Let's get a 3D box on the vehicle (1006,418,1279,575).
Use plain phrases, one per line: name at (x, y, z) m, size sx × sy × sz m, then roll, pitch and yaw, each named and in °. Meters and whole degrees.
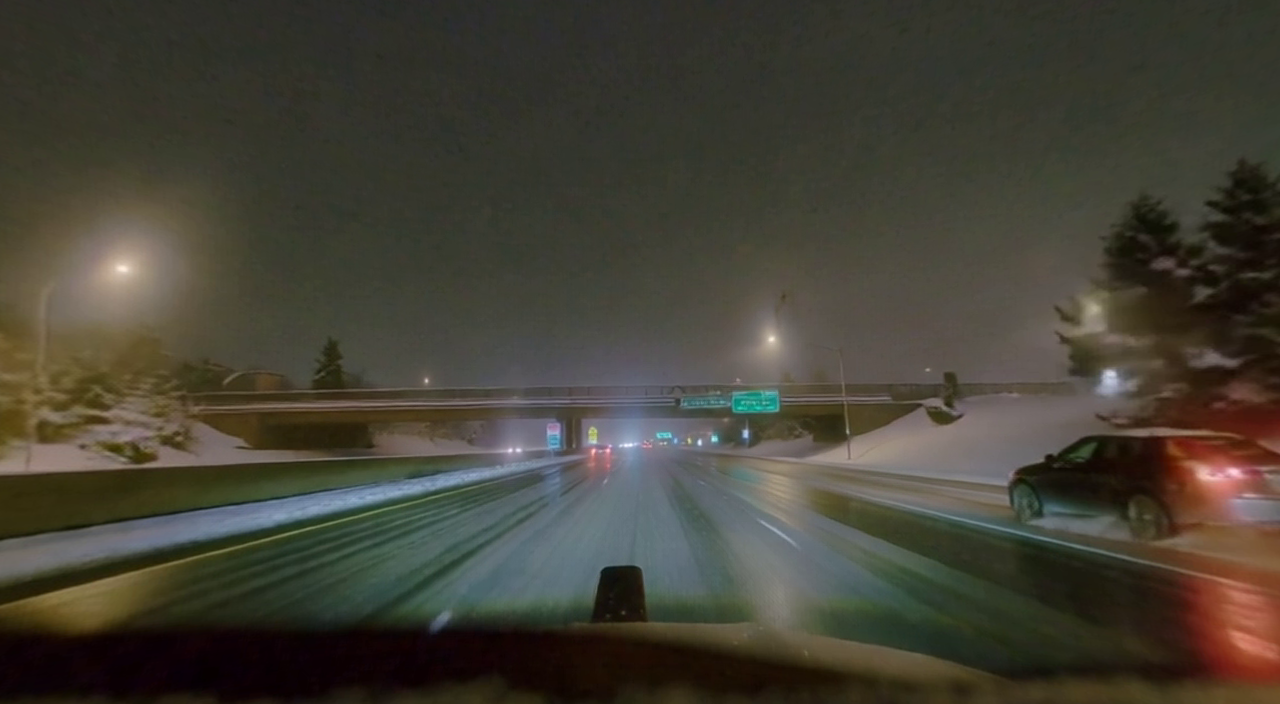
vehicle at (7.619, 1.832, 8.831) m, size 2.032 × 1.601 × 4.863 m, roll 0°, pitch -8°, yaw 0°
